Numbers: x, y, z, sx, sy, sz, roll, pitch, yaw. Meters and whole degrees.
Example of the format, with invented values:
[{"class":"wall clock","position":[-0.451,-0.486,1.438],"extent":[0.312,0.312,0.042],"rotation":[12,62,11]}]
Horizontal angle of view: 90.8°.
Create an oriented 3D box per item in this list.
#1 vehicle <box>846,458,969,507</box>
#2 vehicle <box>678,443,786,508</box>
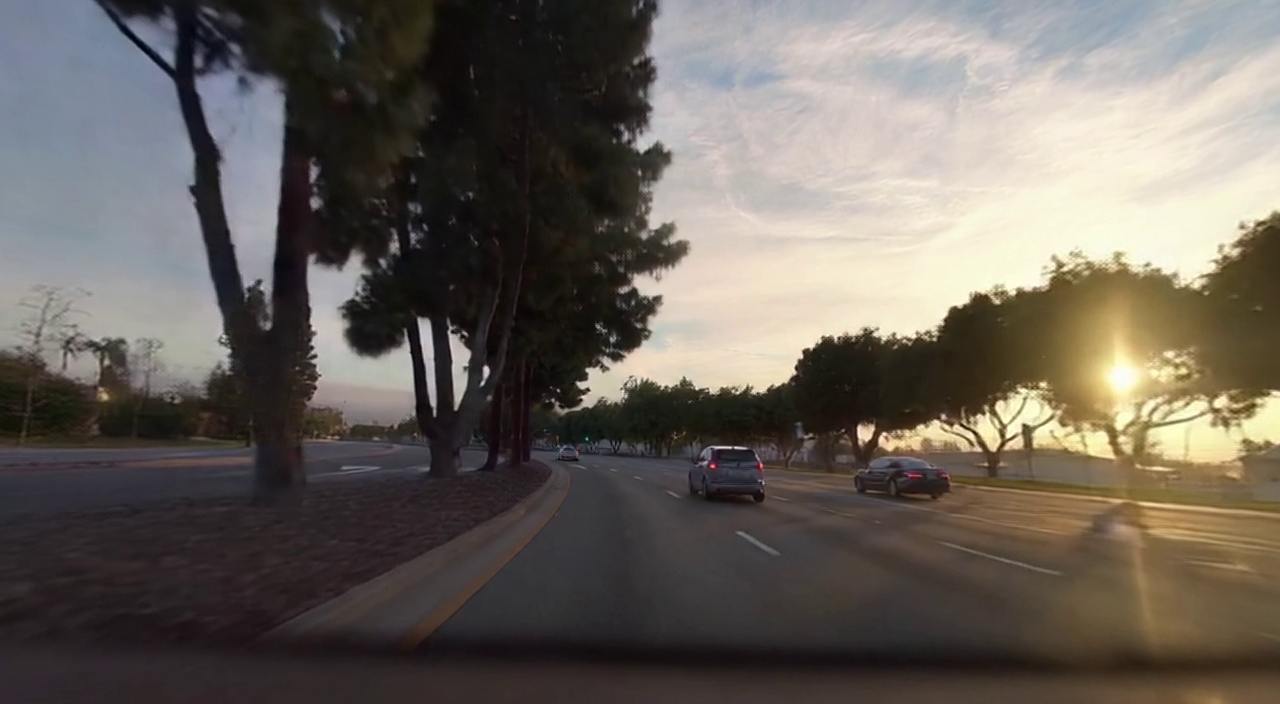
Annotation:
[{"class":"vehicle","position":[9.178,4.482,22.212],"extent":[1.940,1.460,4.652],"rotation":[1,-9,-5]},{"class":"vehicle","position":[2.513,3.549,18.626],"extent":[2.122,1.646,4.525],"rotation":[1,-9,-5]}]
